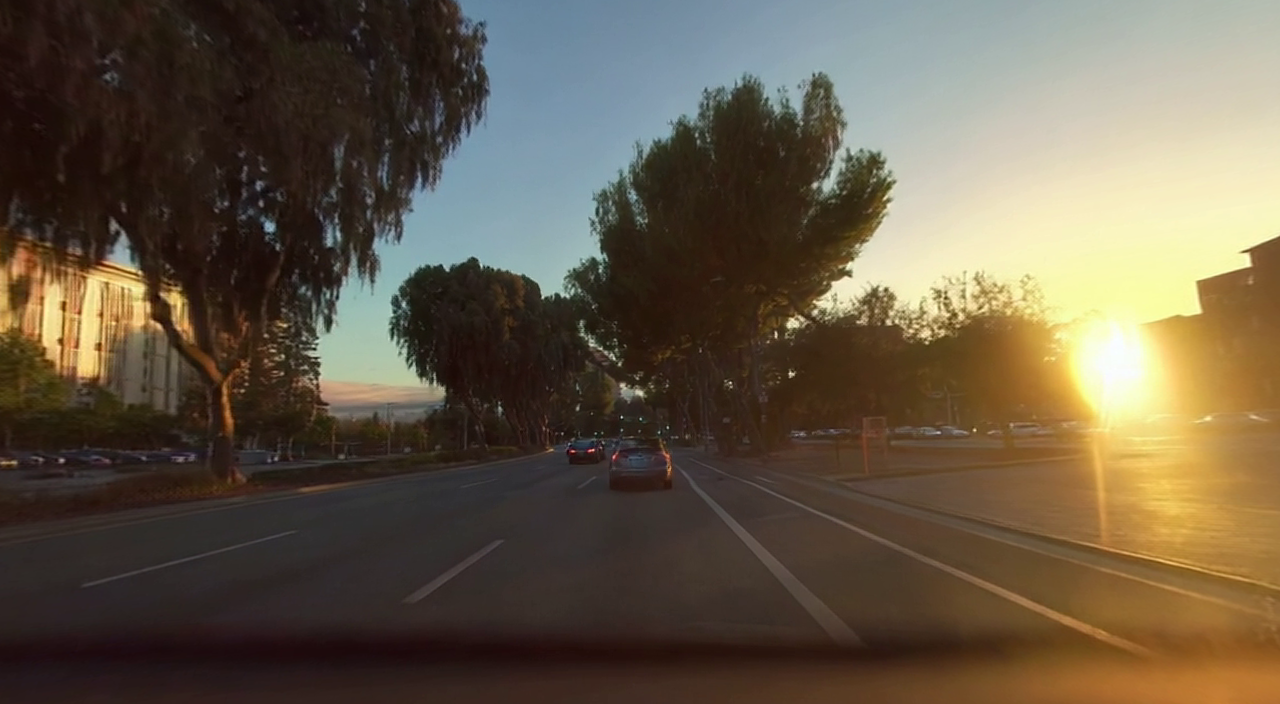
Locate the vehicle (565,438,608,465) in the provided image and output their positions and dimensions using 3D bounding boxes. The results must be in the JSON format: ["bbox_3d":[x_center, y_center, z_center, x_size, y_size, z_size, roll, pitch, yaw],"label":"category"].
[{"bbox_3d":[-3.077,5.856,37.261,1.942,1.462,4.905,-1,-8,3],"label":"vehicle"}]

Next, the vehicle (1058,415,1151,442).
[{"bbox_3d":[31.899,5.323,43.508,4.903,1.767,2.105,-5,-10,31],"label":"vehicle"}]

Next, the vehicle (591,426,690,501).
[{"bbox_3d":[0.033,2.784,16.159,2.199,1.652,4.101,0,-8,1],"label":"vehicle"}]
